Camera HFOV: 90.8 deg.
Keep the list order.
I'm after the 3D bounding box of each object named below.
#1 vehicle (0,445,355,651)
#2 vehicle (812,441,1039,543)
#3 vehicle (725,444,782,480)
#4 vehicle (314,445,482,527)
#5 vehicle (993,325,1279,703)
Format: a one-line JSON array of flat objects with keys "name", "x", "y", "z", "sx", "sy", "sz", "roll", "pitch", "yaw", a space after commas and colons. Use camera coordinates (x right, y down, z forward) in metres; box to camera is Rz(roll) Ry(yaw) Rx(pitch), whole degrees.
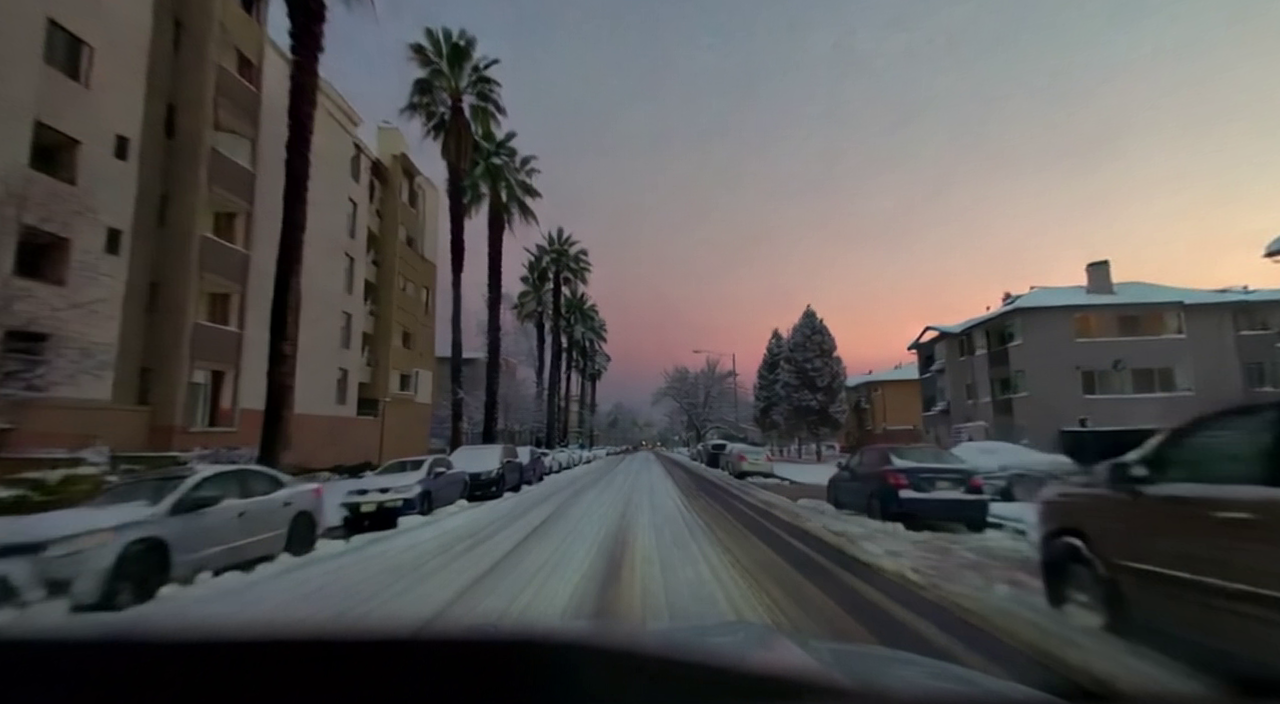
[{"name": "vehicle", "x": -5.298, "y": 1.814, "z": 7.078, "sx": 2.031, "sy": 1.505, "sz": 4.540, "roll": 0, "pitch": -8, "yaw": 1}, {"name": "vehicle", "x": 4.882, "y": 2.433, "z": 11.806, "sx": 2.026, "sy": 1.474, "sz": 4.859, "roll": 0, "pitch": -8, "yaw": 1}, {"name": "vehicle", "x": 5.198, "y": 5.070, "z": 29.507, "sx": 1.991, "sy": 1.525, "sz": 5.203, "roll": -1, "pitch": -8, "yaw": 3}, {"name": "vehicle", "x": -5.088, "y": 2.852, "z": 14.074, "sx": 1.997, "sy": 1.497, "sz": 4.437, "roll": 0, "pitch": -9, "yaw": 0}, {"name": "vehicle", "x": 4.494, "y": 0.807, "z": 2.720, "sx": 2.570, "sy": 2.005, "sz": 6.020, "roll": 0, "pitch": -8, "yaw": 1}]
